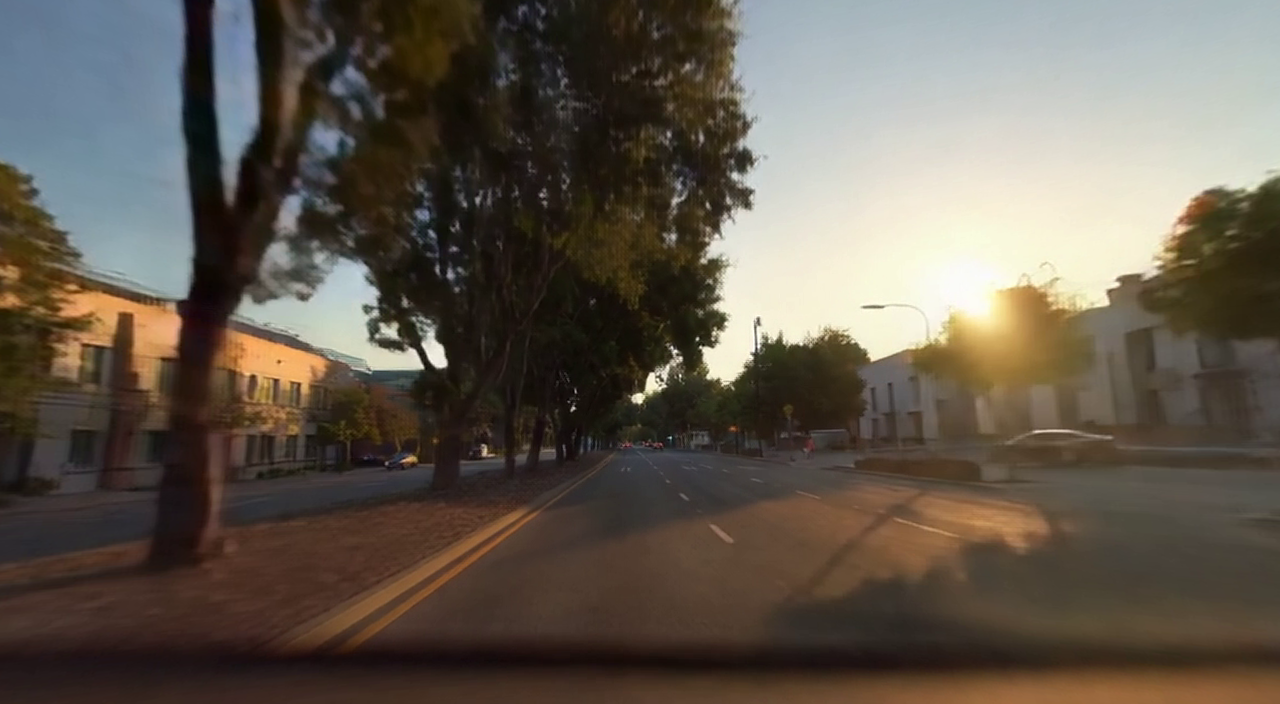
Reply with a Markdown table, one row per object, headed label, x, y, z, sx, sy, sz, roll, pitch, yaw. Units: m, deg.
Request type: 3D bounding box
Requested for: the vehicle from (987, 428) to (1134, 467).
| label | x | y | z | sx | sy | sz | roll | pitch | yaw |
| --- | --- | --- | --- | --- | --- | --- | --- | --- | --- |
| vehicle | 16.939 | 3.876 | 25.615 | 4.505 | 1.498 | 2.068 | 0 | -8 | -3 |
